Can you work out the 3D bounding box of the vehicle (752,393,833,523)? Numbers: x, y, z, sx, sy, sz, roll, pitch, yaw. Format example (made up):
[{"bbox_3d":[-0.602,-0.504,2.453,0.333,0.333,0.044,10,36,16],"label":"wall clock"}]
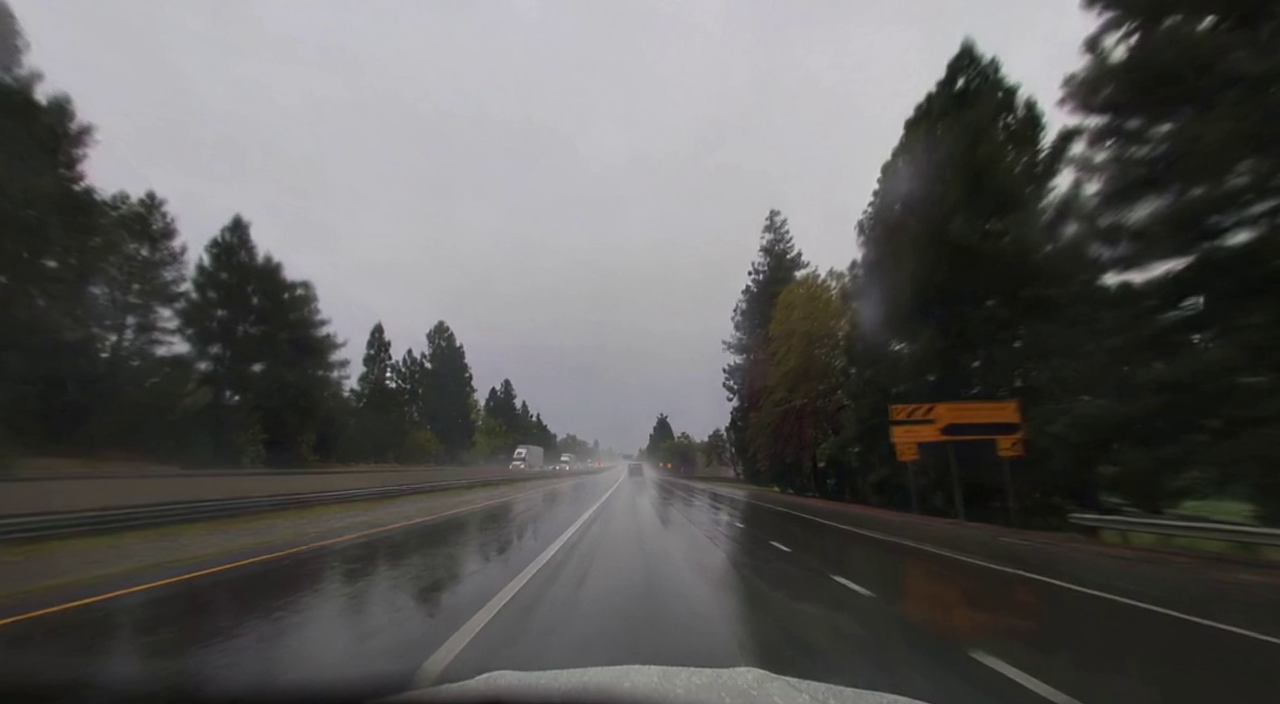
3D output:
[{"bbox_3d":[4.913,3.470,20.779,1.837,3.859,3.230,1,-10,1],"label":"vehicle"}]
